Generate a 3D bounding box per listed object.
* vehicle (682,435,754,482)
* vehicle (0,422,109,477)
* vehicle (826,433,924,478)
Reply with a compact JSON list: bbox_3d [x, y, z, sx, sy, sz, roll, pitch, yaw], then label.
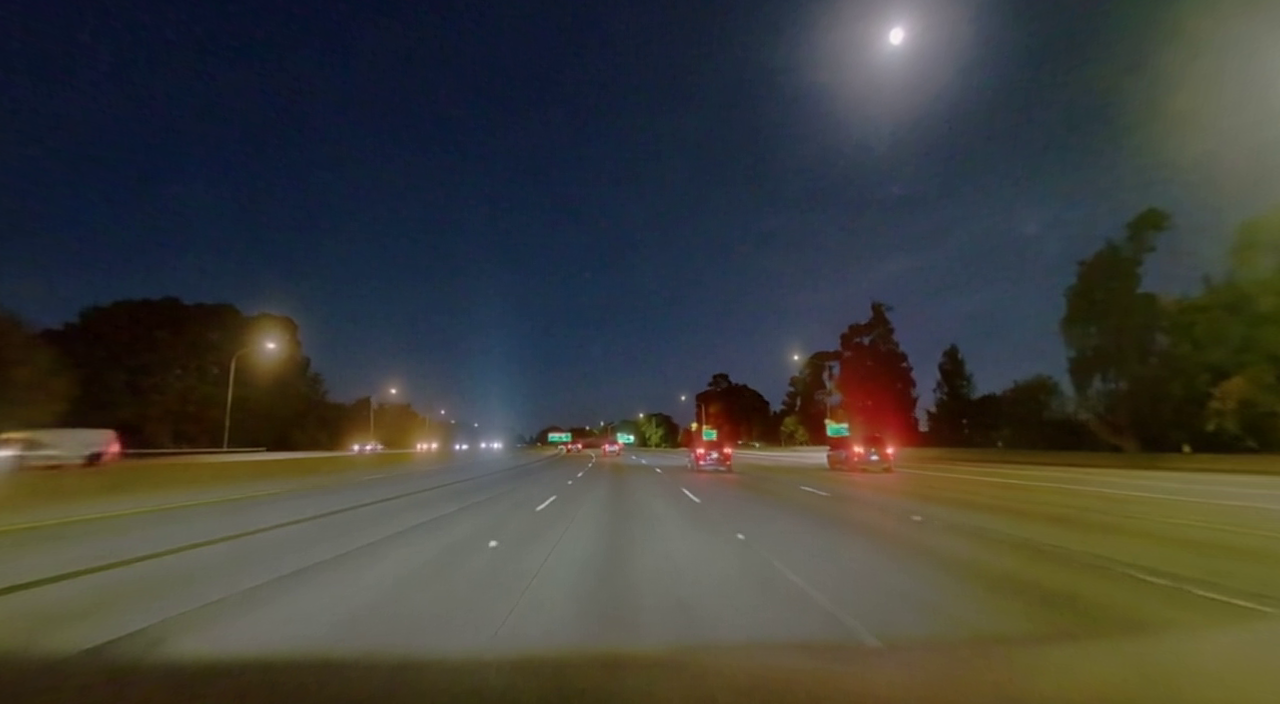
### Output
[{"bbox_3d":[2.749,3.891,23.169,1.975,1.562,3.823,0,-9,-3],"label":"vehicle"},{"bbox_3d":[-28.156,4.466,28.771,2.410,2.277,6.230,0,-9,-1],"label":"vehicle"},{"bbox_3d":[9.260,4.140,25.343,1.909,1.634,4.739,0,-9,-3],"label":"vehicle"}]
